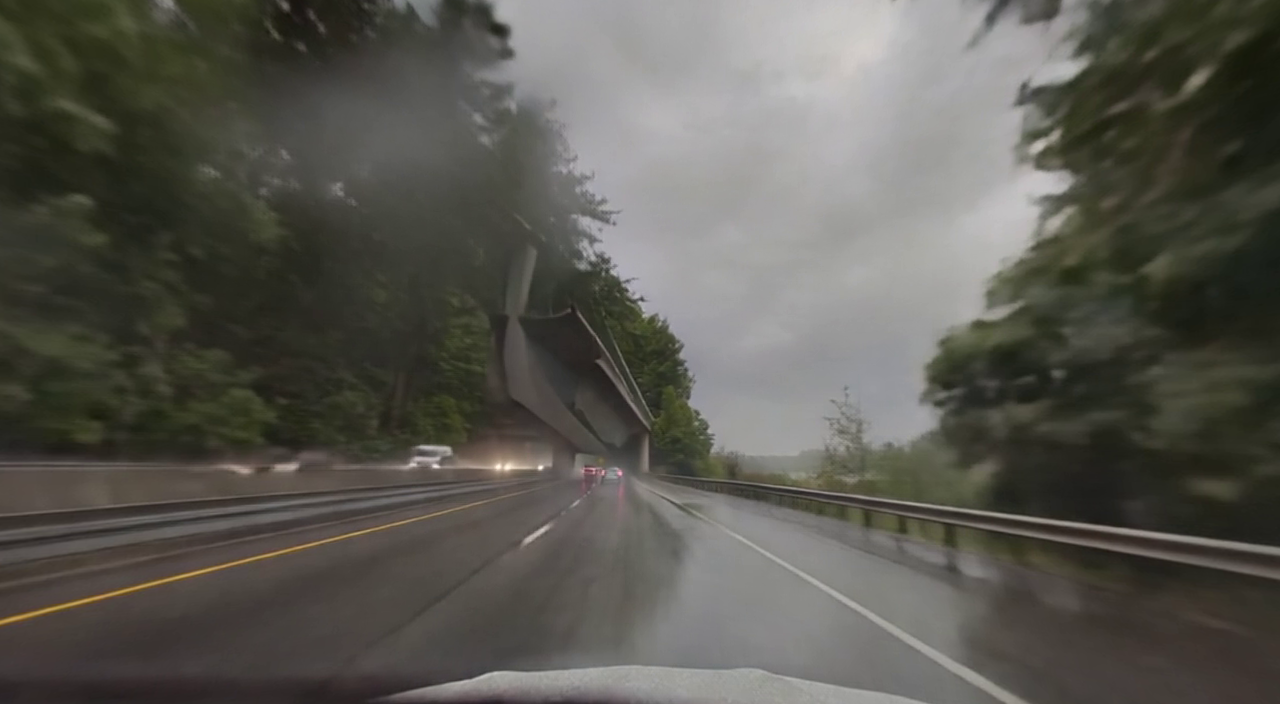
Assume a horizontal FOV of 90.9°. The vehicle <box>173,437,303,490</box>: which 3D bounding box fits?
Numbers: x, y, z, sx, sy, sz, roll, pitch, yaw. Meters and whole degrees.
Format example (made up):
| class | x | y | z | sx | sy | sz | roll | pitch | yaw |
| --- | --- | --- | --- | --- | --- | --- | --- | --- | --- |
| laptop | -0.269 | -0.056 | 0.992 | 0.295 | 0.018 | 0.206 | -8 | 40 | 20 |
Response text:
| class | x | y | z | sx | sy | sz | roll | pitch | yaw |
| --- | --- | --- | --- | --- | --- | --- | --- | --- | --- |
| vehicle | -12.876 | 3.624 | 20.504 | 1.768 | 1.511 | 3.826 | 1 | -10 | -2 |
